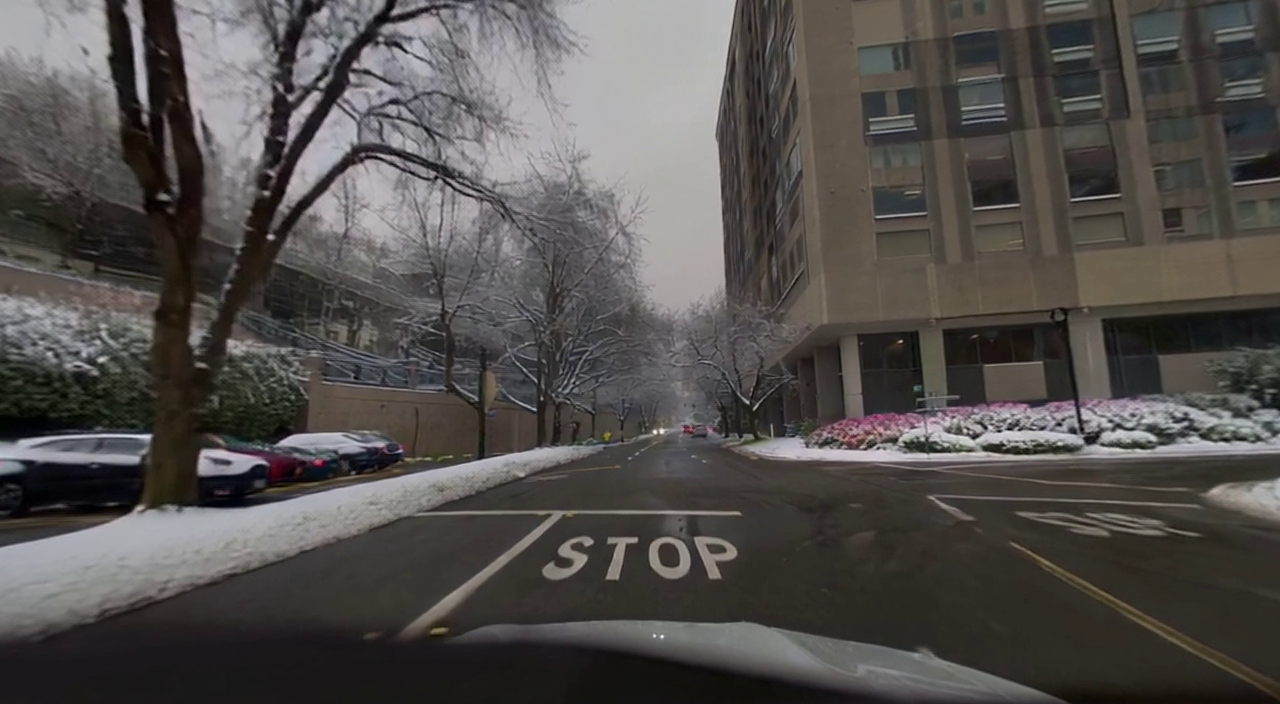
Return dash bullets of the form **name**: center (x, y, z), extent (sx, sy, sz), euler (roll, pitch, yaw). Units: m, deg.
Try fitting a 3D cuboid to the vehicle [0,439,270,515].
- **vehicle**: center (-11.032, 2.687, 14.070), extent (4.694, 1.447, 2.137), euler (5, -10, -31)
